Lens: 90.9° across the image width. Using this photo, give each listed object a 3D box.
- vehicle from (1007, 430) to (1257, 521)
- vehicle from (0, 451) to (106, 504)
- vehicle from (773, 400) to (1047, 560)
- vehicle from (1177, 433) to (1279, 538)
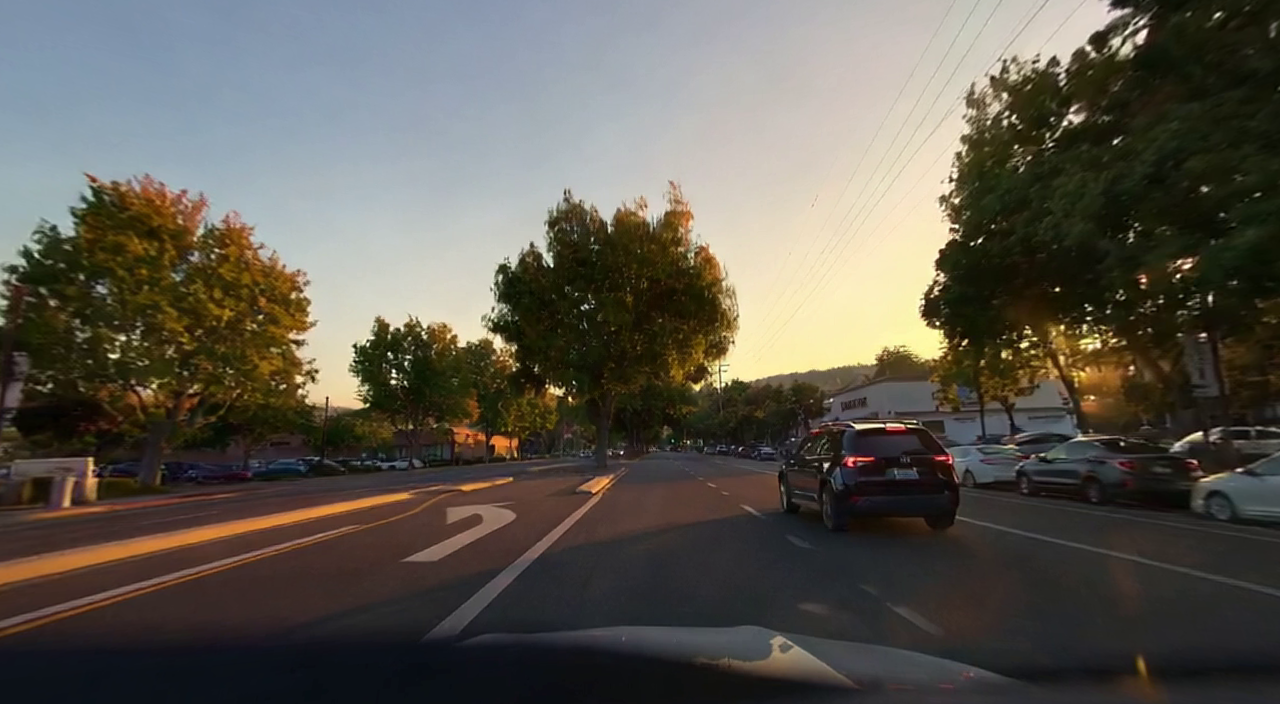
[{"bbox_3d":[10.973,2.756,14.682,1.899,1.732,4.800,0,-9,0],"label":"vehicle"},{"bbox_3d":[-23.984,4.840,24.584,5.096,1.872,2.139,-2,-9,15],"label":"vehicle"},{"bbox_3d":[3.614,1.825,9.633,2.183,1.845,4.482,0,-9,0],"label":"vehicle"},{"bbox_3d":[10.927,2.028,9.470,1.835,1.637,4.407,0,-9,1],"label":"vehicle"}]
